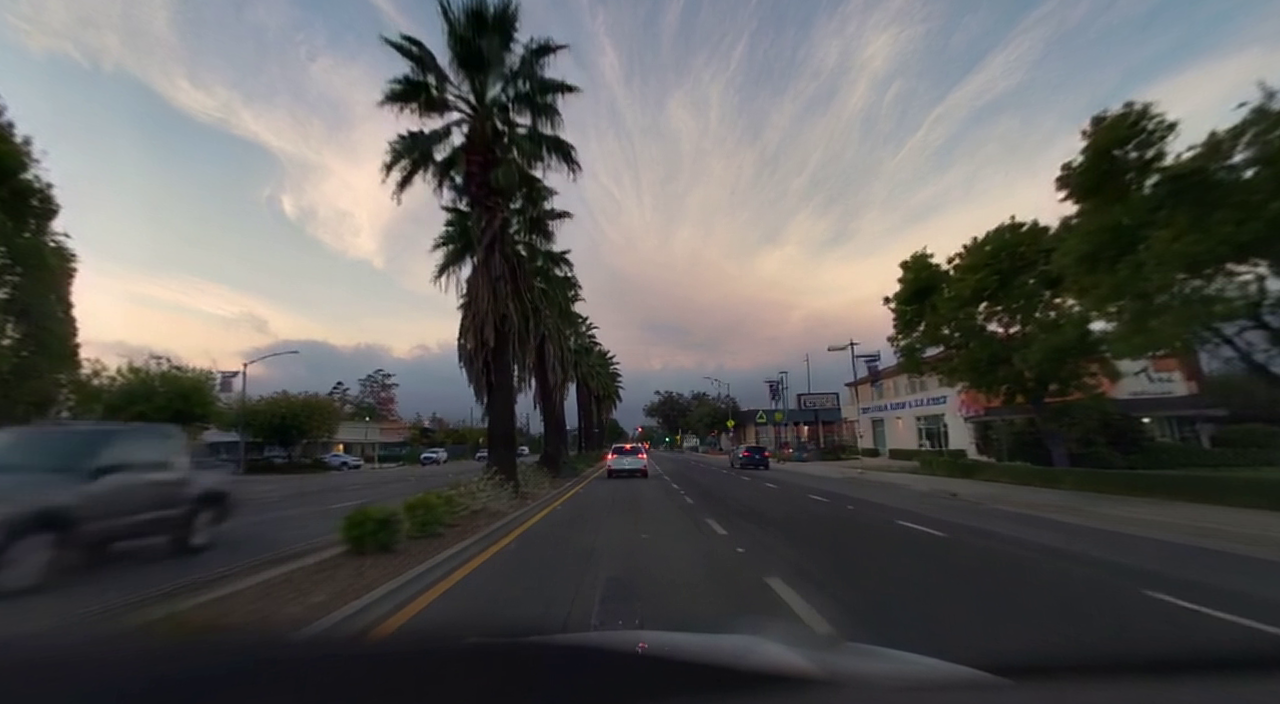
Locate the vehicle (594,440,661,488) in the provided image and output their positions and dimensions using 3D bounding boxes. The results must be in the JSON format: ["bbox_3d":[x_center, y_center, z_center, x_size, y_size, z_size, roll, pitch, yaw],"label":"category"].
[{"bbox_3d":[-0.395,3.865,21.999,2.106,1.496,3.964,0,-9,0],"label":"vehicle"}]

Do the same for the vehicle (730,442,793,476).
[{"bbox_3d":[6.150,5.470,32.580,2.244,1.618,4.585,0,-9,-2],"label":"vehicle"}]

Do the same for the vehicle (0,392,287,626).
[{"bbox_3d":[-5.889,1.440,6.469,2.156,1.702,4.379,0,-9,-3],"label":"vehicle"}]
